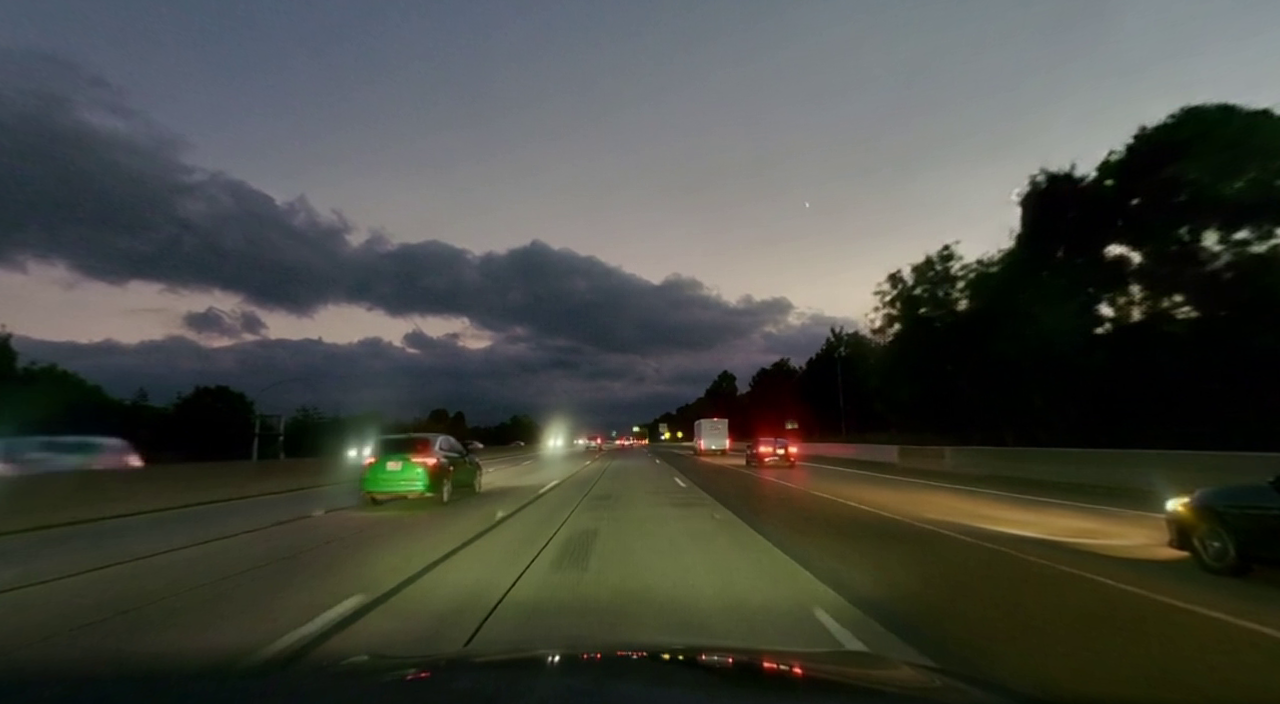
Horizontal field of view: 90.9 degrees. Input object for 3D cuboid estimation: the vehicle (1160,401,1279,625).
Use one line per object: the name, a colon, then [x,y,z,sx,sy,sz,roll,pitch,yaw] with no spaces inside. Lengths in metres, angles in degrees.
vehicle: [5.305,0.915,2.995,2.028,1.488,4.236,0,-8,0]

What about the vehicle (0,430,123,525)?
vehicle: [-12.985,2.428,12.400,2.036,1.750,4.214,0,-8,-1]

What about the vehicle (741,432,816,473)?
vehicle: [5.253,3.859,24.483,1.920,1.436,3.890,0,-8,-2]

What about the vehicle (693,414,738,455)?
vehicle: [5.582,6.226,47.494,2.588,2.910,5.511,0,-8,-2]

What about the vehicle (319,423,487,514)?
vehicle: [-4.593,2.292,12.924,1.966,1.570,3.859,0,-8,0]
